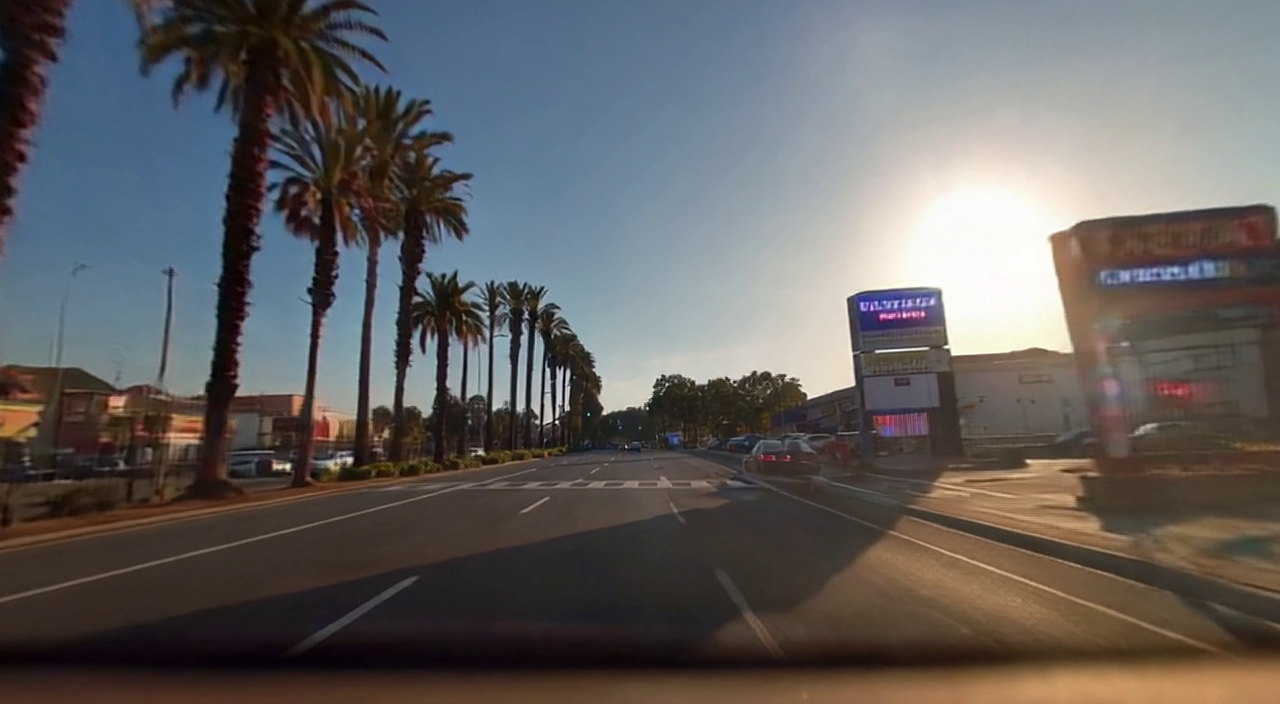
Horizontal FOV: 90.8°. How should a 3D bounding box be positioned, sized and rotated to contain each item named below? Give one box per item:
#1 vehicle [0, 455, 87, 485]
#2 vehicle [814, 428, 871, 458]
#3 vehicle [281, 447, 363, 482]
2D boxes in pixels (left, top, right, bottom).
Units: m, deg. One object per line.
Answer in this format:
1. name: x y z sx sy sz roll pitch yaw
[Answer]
1. vehicle: -37.183 7.118 38.205 5.410 1.633 2.366 7 -11 -39
2. vehicle: 12.454 5.675 39.213 1.909 1.686 4.670 0 -9 0
3. vehicle: -16.674 5.873 33.370 1.876 1.460 4.483 -4 -7 3
